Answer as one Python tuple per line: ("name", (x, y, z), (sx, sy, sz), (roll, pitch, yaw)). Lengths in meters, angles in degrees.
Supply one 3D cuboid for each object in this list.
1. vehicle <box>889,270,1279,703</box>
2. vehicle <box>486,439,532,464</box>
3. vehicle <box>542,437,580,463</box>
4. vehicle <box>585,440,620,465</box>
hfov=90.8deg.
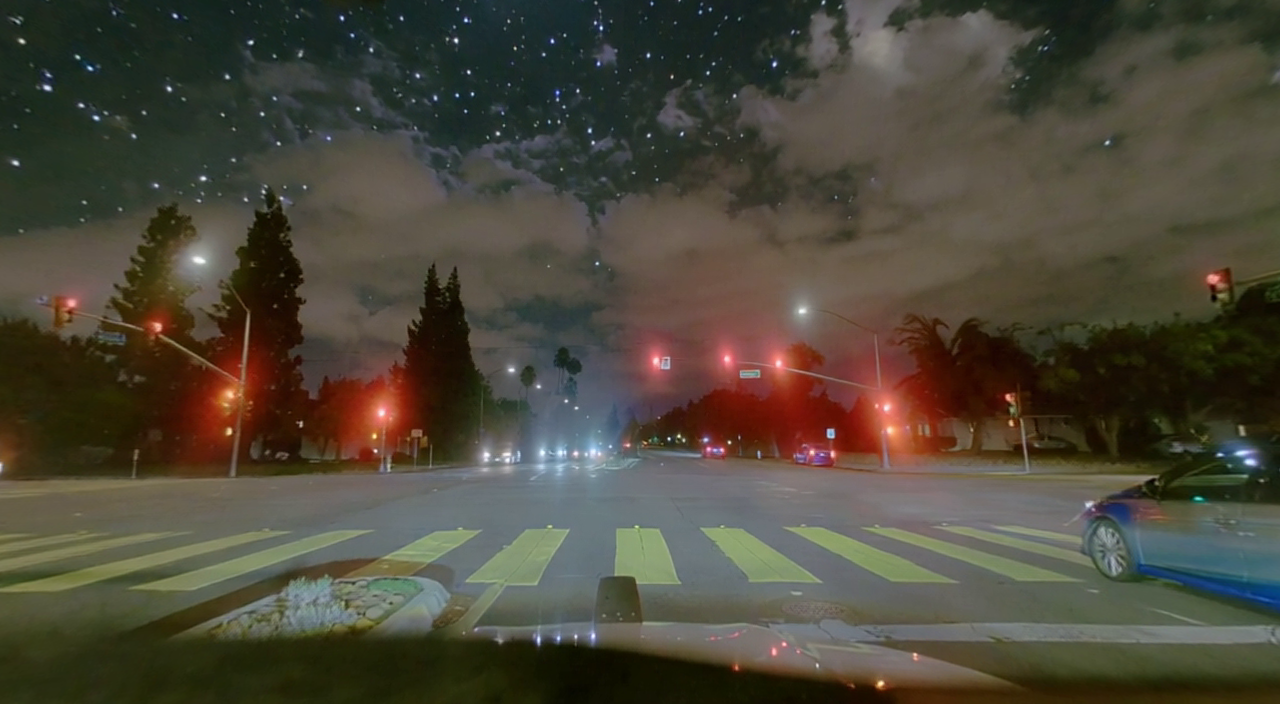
("vehicle", (2.709, 0.709, 1.722), (2.085, 1.800, 4.908), (0, -9, 1))
("vehicle", (-8.949, 6.858, 43.629), (2.028, 1.654, 5.027), (0, -9, 1))
("vehicle", (-5.529, 6.910, 44.479), (2.091, 1.707, 4.157), (0, -9, 1))
("vehicle", (-2.392, 6.600, 41.607), (2.046, 1.491, 4.118), (0, -9, 0))
